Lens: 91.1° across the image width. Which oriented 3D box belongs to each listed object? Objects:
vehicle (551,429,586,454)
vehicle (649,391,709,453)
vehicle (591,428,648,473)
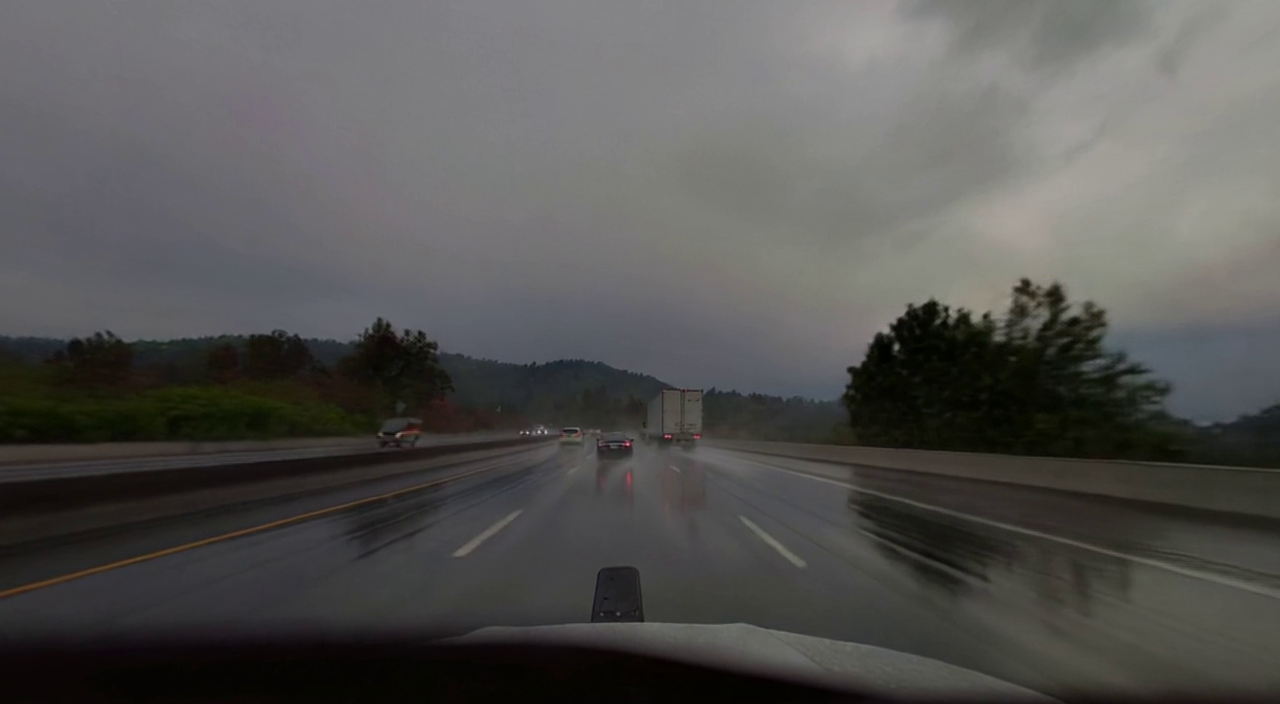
[{"bbox_3d":[-5.402,6.827,47.917,2.234,1.773,5.134,0,-8,-2],"label":"vehicle"},{"bbox_3d":[2.691,5.690,49.260,2.946,4.111,14.652,0,-8,-3],"label":"vehicle"},{"bbox_3d":[-0.826,3.844,24.742,2.048,1.563,4.087,0,-8,-2],"label":"vehicle"}]
